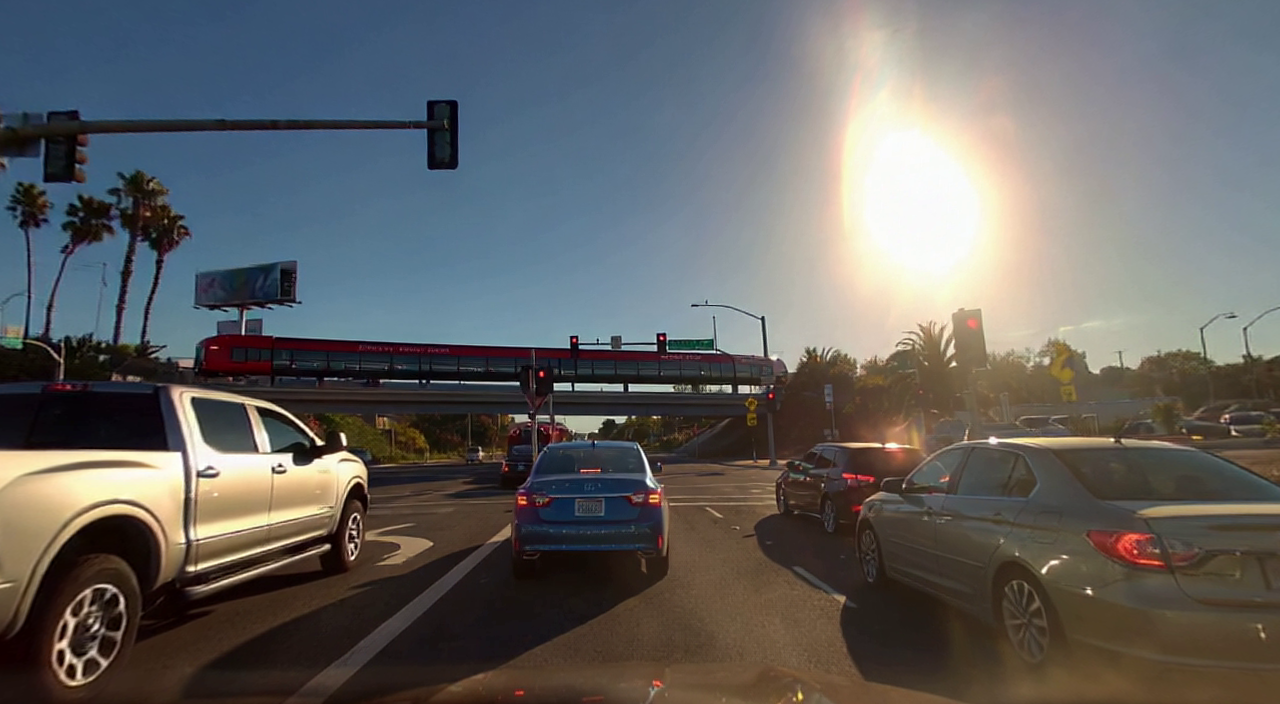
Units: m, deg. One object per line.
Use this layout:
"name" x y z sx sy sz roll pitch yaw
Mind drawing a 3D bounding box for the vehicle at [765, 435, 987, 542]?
"vehicle" 3.700 2.211 10.967 1.965 1.448 4.486 0 -9 -2

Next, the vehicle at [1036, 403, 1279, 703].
"vehicle" 3.890 0.890 2.195 2.052 1.496 4.541 0 -9 0

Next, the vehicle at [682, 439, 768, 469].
"vehicle" 4.213 5.137 31.976 1.878 1.428 4.416 5 -10 -32

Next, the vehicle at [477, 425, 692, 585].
"vehicle" -0.632 1.758 8.114 2.035 1.491 4.090 0 -9 -3

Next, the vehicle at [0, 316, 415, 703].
"vehicle" -3.823 1.141 5.098 2.078 1.838 5.448 0 -9 -1
